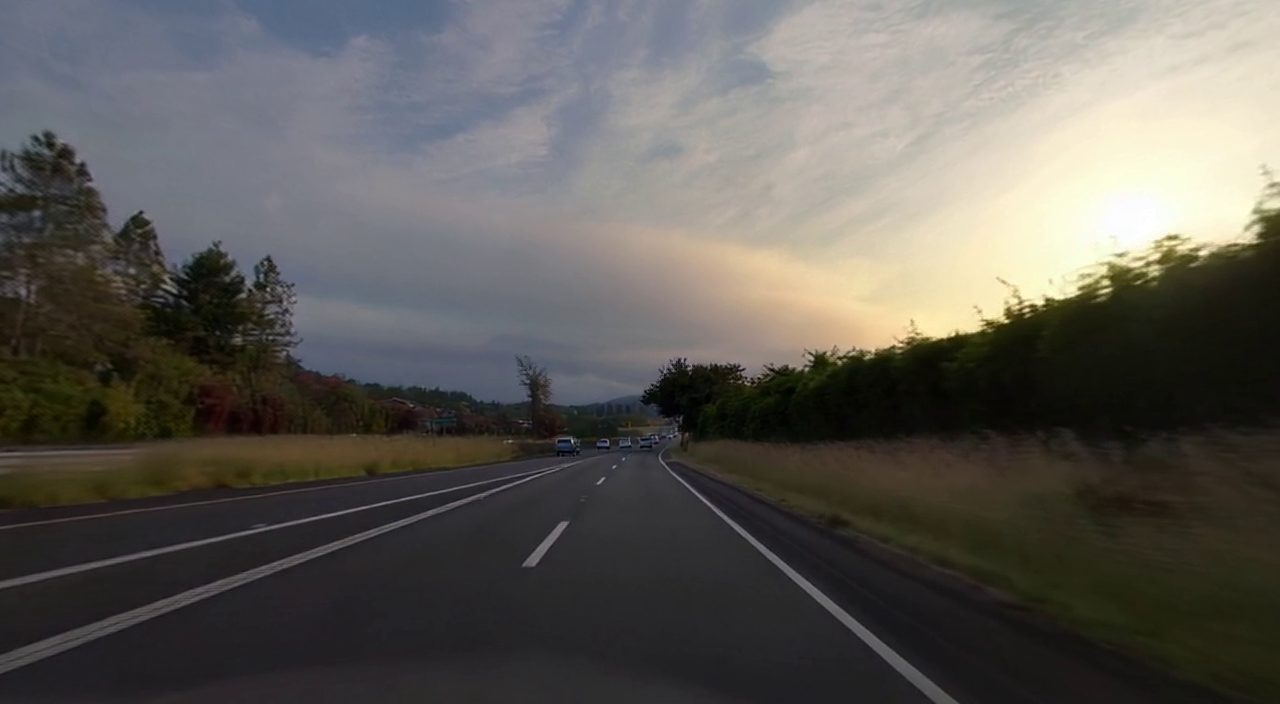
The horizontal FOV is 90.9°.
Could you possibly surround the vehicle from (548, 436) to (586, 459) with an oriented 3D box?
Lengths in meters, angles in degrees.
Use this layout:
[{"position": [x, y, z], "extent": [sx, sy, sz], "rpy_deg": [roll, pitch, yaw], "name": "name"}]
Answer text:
[{"position": [-5.356, 7.059, 46.777], "extent": [2.141, 1.612, 3.998], "rpy_deg": [0, -8, 3], "name": "vehicle"}]
